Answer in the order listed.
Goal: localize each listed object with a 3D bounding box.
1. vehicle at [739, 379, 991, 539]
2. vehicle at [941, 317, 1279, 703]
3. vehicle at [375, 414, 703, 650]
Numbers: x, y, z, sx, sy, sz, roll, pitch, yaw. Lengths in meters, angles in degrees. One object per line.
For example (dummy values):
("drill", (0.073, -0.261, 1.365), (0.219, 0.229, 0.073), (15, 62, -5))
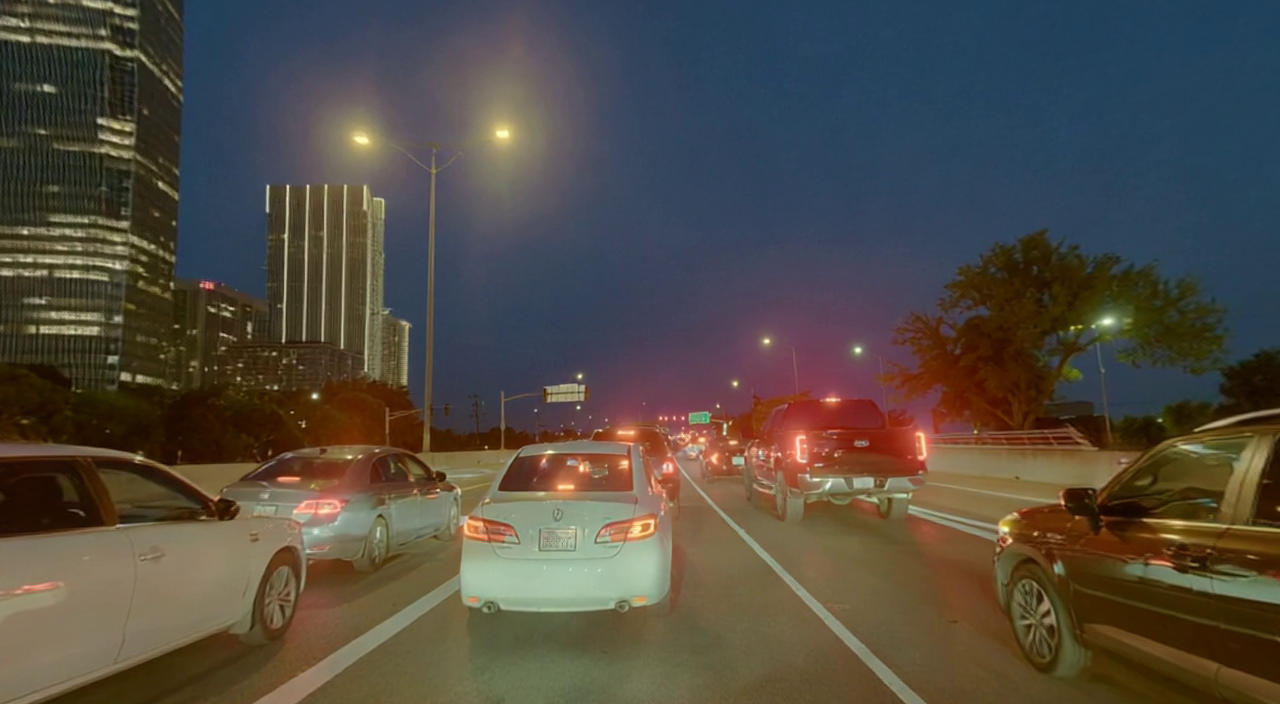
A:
("vehicle", (3.554, 1.902, 11.644), (2.497, 2.186, 5.890), (0, -9, 0))
("vehicle", (3.164, 0.751, 2.087), (2.024, 1.723, 4.714), (0, -9, 1))
("vehicle", (-0.610, 1.502, 6.340), (2.172, 1.536, 4.250), (0, -9, 2))
